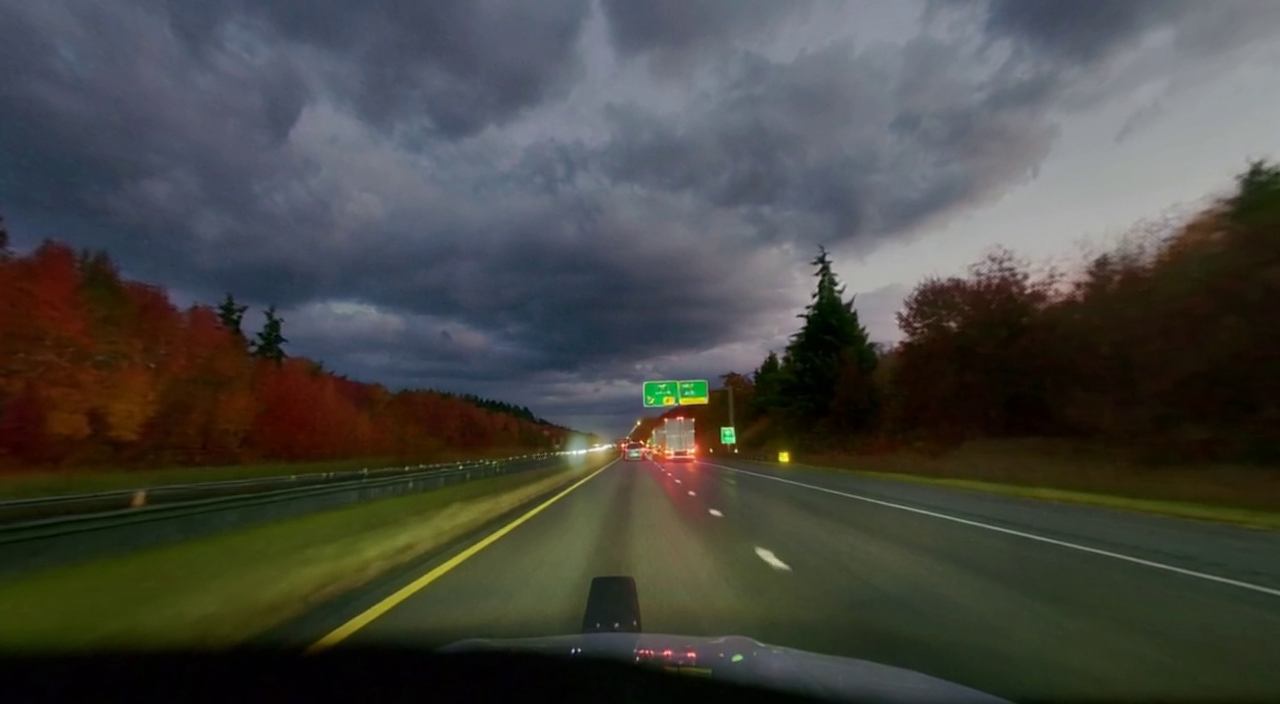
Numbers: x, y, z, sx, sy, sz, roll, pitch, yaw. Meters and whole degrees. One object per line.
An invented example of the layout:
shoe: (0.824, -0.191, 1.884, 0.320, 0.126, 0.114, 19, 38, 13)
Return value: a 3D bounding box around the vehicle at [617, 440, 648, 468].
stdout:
vehicle: (-0.570, 7.442, 45.717, 2.156, 1.886, 4.334, 0, -9, -1)
